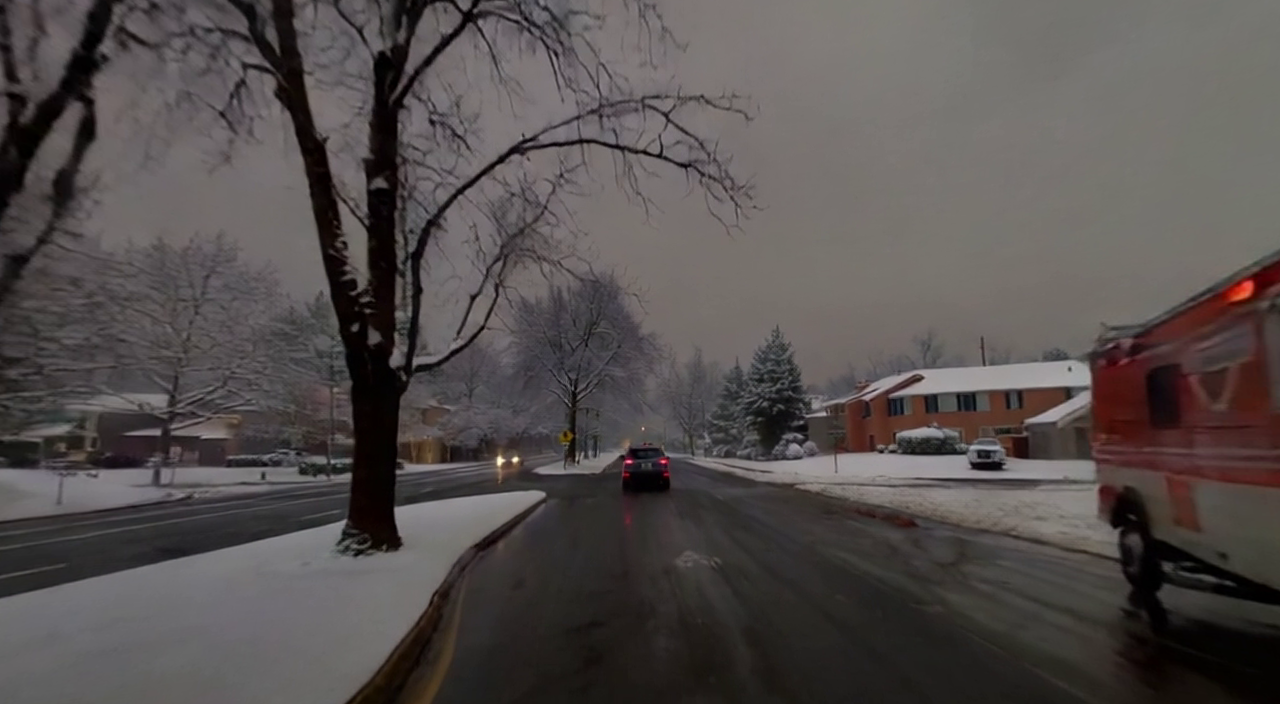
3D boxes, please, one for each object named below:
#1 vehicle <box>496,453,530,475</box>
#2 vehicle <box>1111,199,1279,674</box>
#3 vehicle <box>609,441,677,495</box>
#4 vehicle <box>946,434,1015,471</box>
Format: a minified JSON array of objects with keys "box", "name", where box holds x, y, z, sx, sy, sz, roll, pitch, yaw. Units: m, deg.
[{"box":[-9.542,8.435,47.604,1.861,1.516,3.752,0,-9,-2],"name":"vehicle"},{"box":[5.247,0.546,3.640,2.654,2.824,5.794,-6,-11,24],"name":"vehicle"},{"box":[0.115,3.848,21.301,2.106,1.655,3.717,0,-9,1],"name":"vehicle"},{"box":[17.976,5.278,33.236,2.128,1.771,4.721,-7,-12,39],"name":"vehicle"}]
